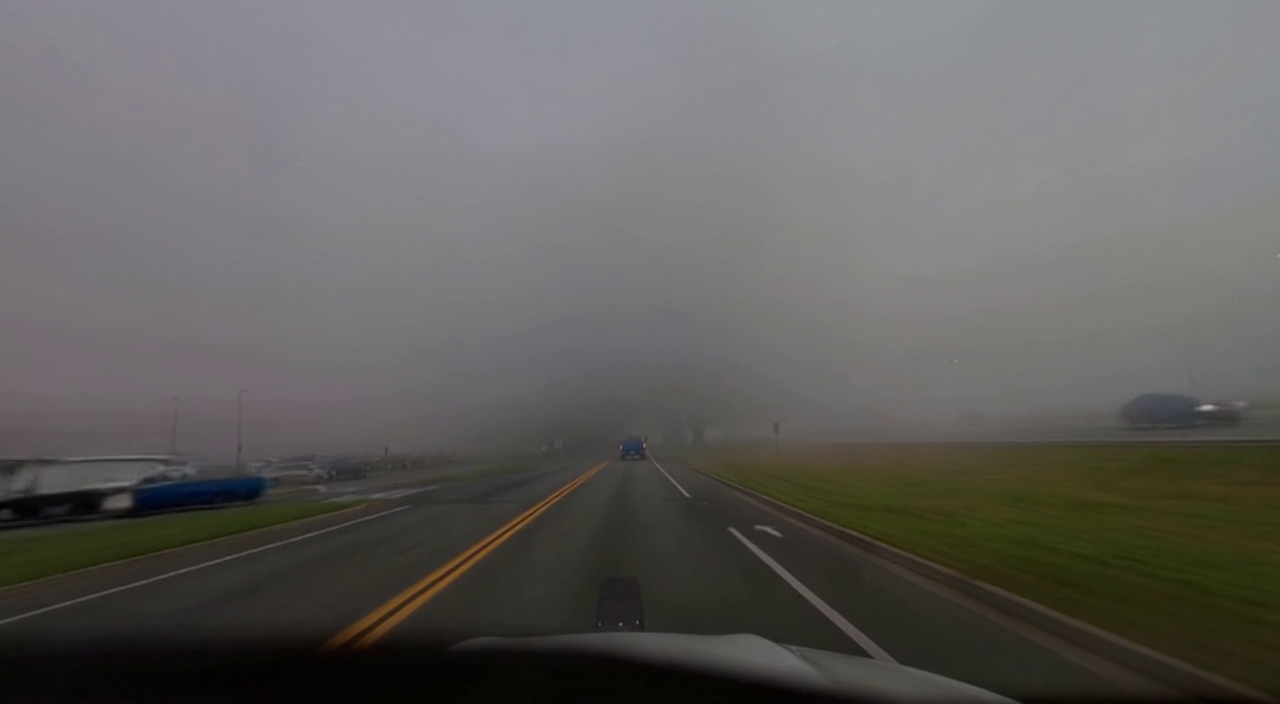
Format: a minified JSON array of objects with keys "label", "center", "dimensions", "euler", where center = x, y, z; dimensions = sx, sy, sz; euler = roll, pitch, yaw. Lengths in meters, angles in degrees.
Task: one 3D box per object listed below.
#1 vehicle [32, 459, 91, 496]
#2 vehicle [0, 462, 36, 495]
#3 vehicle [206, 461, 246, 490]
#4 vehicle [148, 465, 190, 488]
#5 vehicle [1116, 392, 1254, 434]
[{"label":"vehicle","center":[-34.533,7.452,37.834],"dimensions":[2.050,1.938,4.789],"euler":[6,-10,-37]},{"label":"vehicle","center":[-37.806,7.499,37.629],"dimensions":[2.047,1.746,4.461],"euler":[6,-10,-37]},{"label":"vehicle","center":[-27.865,8.239,42.418],"dimensions":[1.930,1.718,4.438],"euler":[6,-10,-35]},{"label":"vehicle","center":[-32.060,8.444,42.933],"dimensions":[1.747,1.468,3.972],"euler":[7,-13,-42]},{"label":"vehicle","center":[21.651,2.504,25.343],"dimensions":[1.805,1.478,3.950],"euler":[0,-8,-5]}]
